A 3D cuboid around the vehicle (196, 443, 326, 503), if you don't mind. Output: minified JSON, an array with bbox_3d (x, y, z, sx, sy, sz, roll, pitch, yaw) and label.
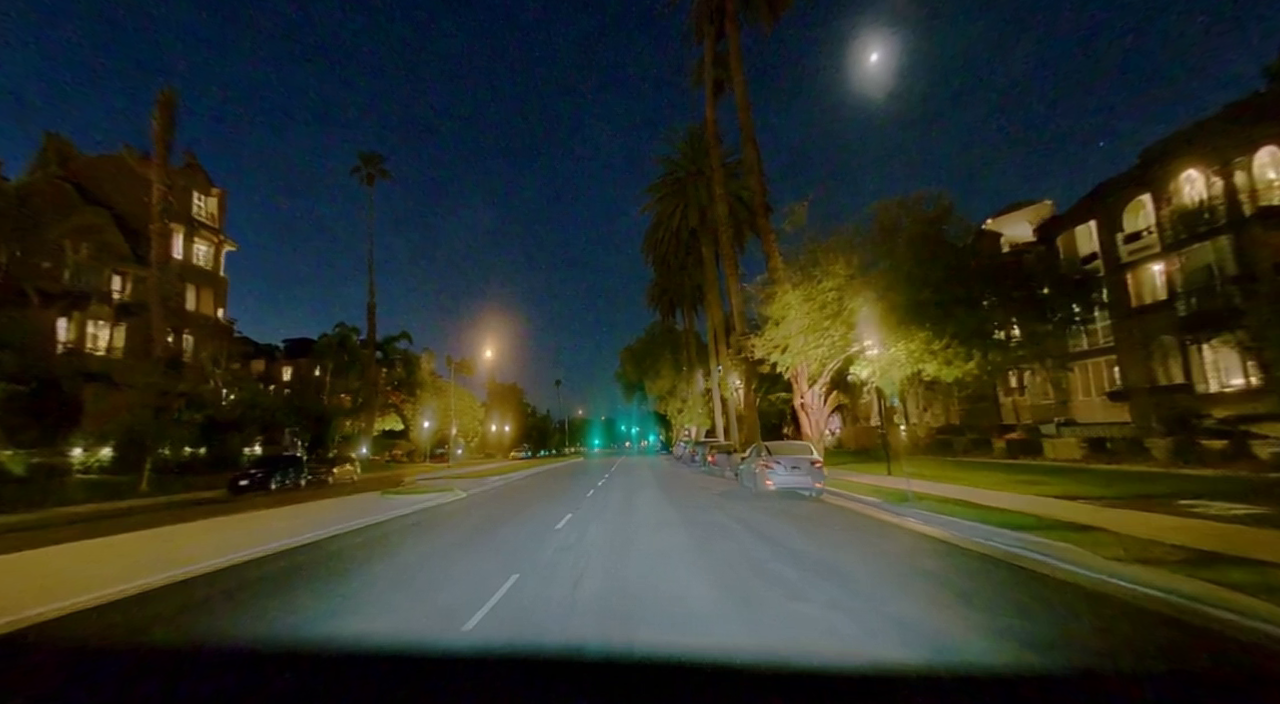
[{"bbox_3d":[-13.706,4.338,23.244,2.047,1.783,4.572,-1,-7,-1],"label":"vehicle"}]

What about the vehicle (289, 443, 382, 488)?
[{"bbox_3d":[-13.760,5.113,28.916,1.926,1.790,4.494,0,-7,1],"label":"vehicle"}]

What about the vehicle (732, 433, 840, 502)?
[{"bbox_3d":[3.644,2.975,16.642,1.981,1.546,4.372,0,-9,3],"label":"vehicle"}]
